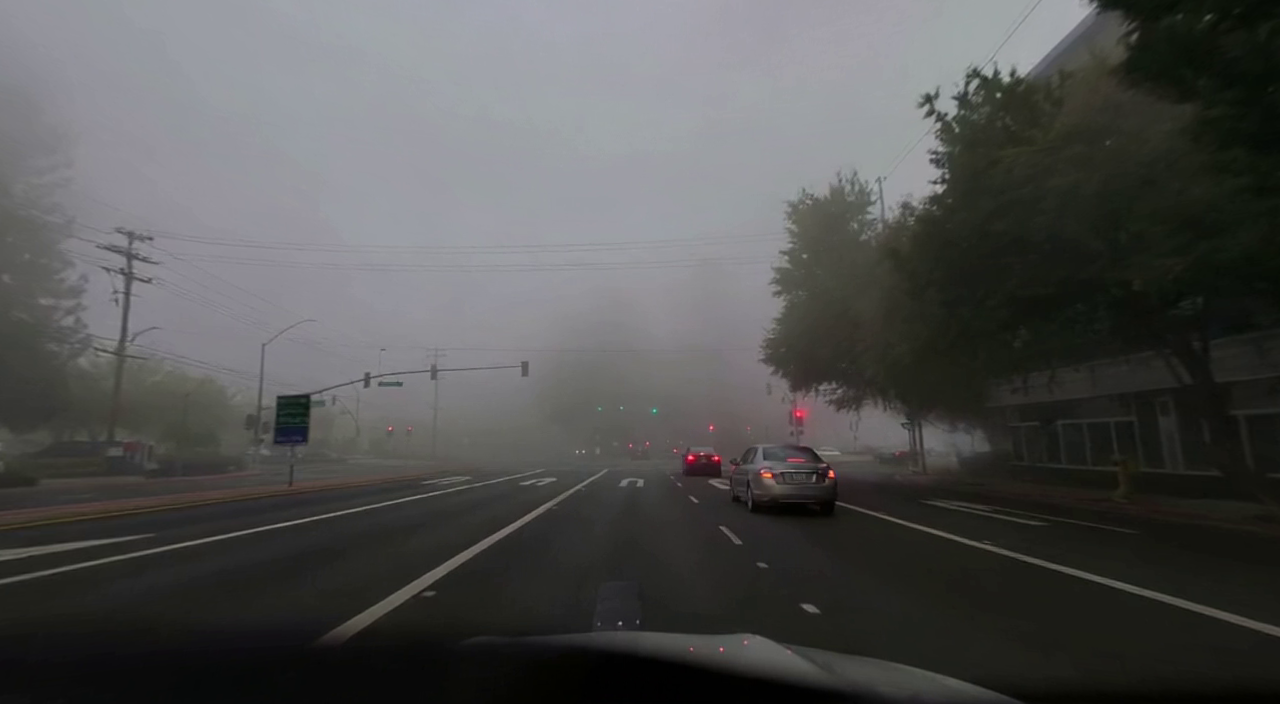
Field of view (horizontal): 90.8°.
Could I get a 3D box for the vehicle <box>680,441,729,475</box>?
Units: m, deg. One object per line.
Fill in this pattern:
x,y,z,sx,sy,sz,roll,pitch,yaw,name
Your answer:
3.327,5.590,33.569,2.128,1.699,4.222,0,-8,0,vehicle

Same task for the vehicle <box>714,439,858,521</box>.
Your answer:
2.903,2.656,13.720,2.004,1.455,4.417,0,-8,-1,vehicle
